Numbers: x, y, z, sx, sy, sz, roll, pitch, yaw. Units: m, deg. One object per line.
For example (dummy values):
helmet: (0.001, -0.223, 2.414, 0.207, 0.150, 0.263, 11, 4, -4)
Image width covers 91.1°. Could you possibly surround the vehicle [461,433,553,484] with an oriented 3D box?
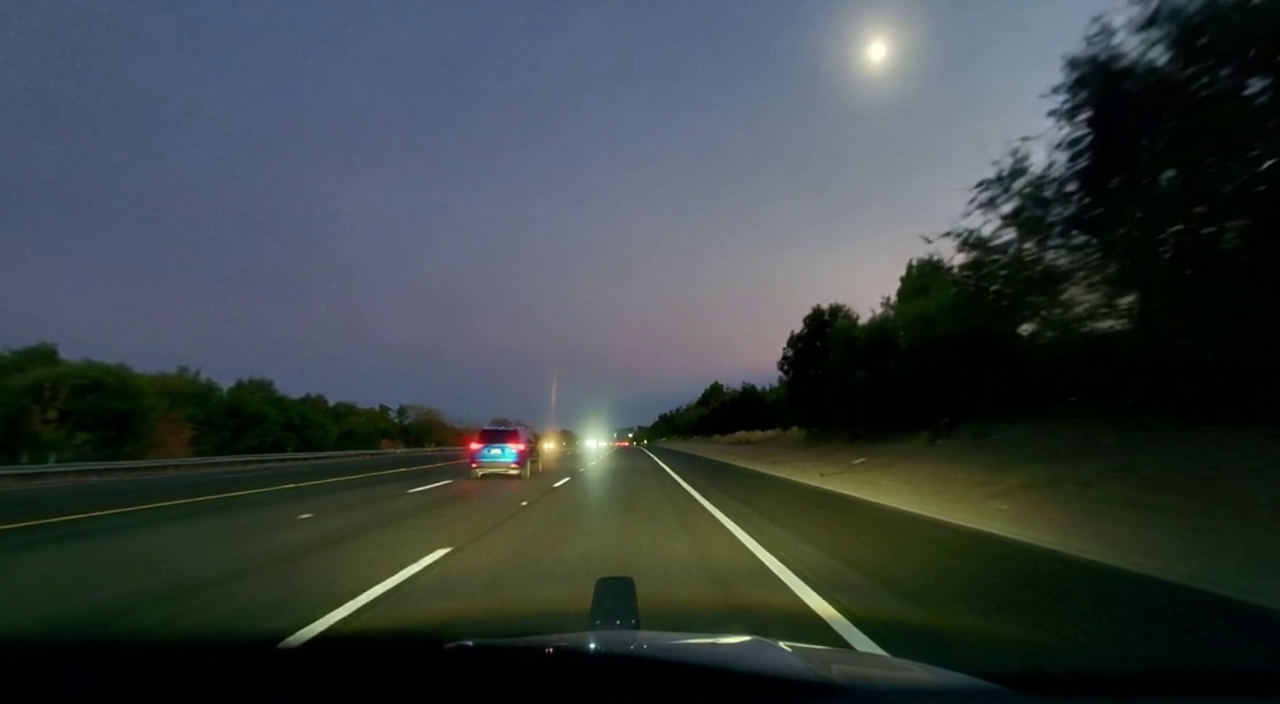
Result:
vehicle: (-4.251, 3.452, 20.881, 2.063, 1.496, 4.225, 0, -8, 1)
